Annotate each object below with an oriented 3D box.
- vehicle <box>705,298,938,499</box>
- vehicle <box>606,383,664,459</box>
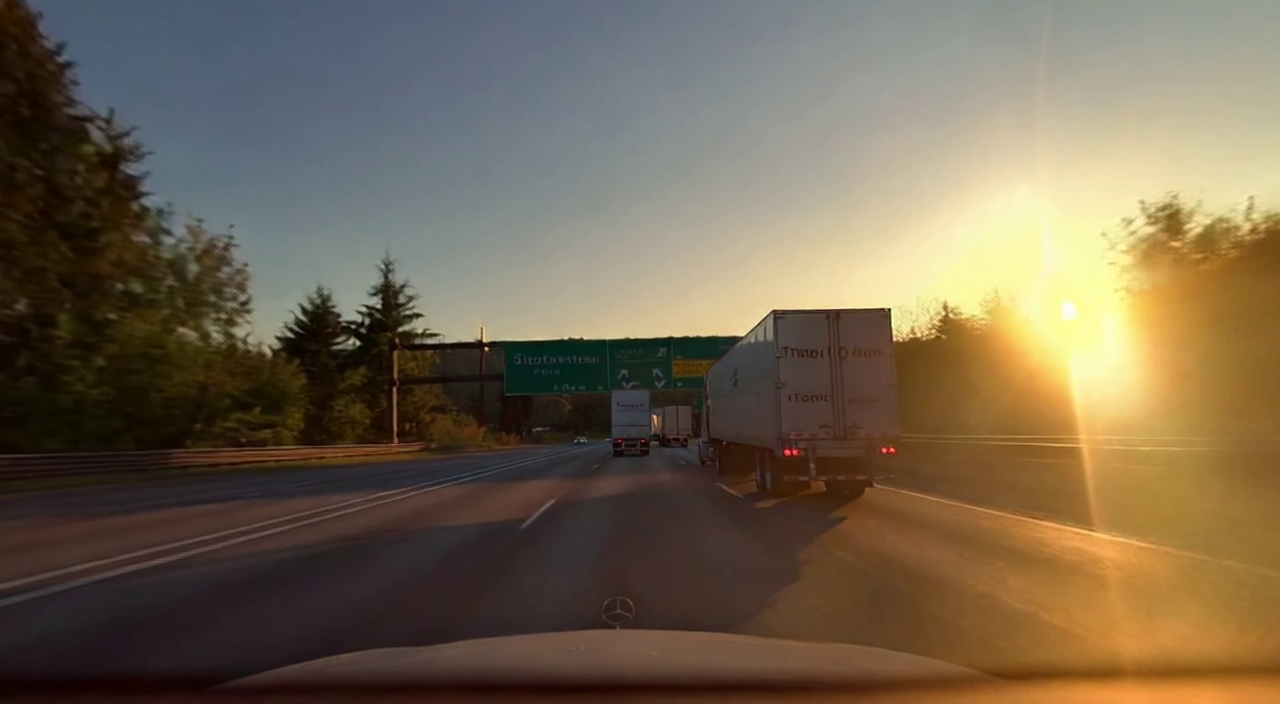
[{"bbox_3d":[4.453,1.891,20.222,2.856,4.145,14.500,0,-8,-1],"label":"vehicle"},{"bbox_3d":[-0.350,4.264,37.700,2.958,3.917,10.196,0,-8,-1],"label":"vehicle"}]
